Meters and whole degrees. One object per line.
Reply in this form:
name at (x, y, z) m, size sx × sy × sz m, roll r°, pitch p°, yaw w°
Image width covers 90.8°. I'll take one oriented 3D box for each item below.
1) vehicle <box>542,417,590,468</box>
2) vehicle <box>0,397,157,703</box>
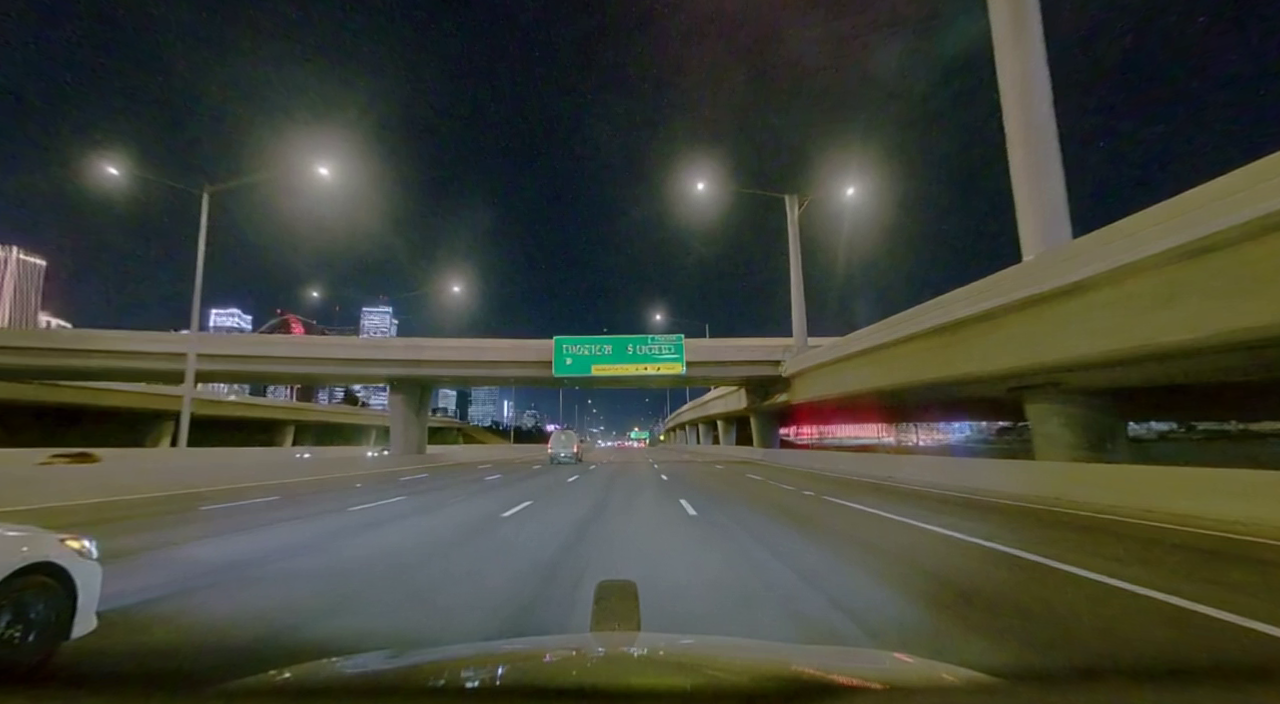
vehicle at (-4.636, 5.819, 40.495) m, size 2.364 × 2.953 × 6.732 m, roll 0°, pitch -8°, yaw -1°
vehicle at (-4.112, 0.801, 1.692) m, size 2.025 × 1.556 × 4.594 m, roll 0°, pitch -8°, yaw -1°
